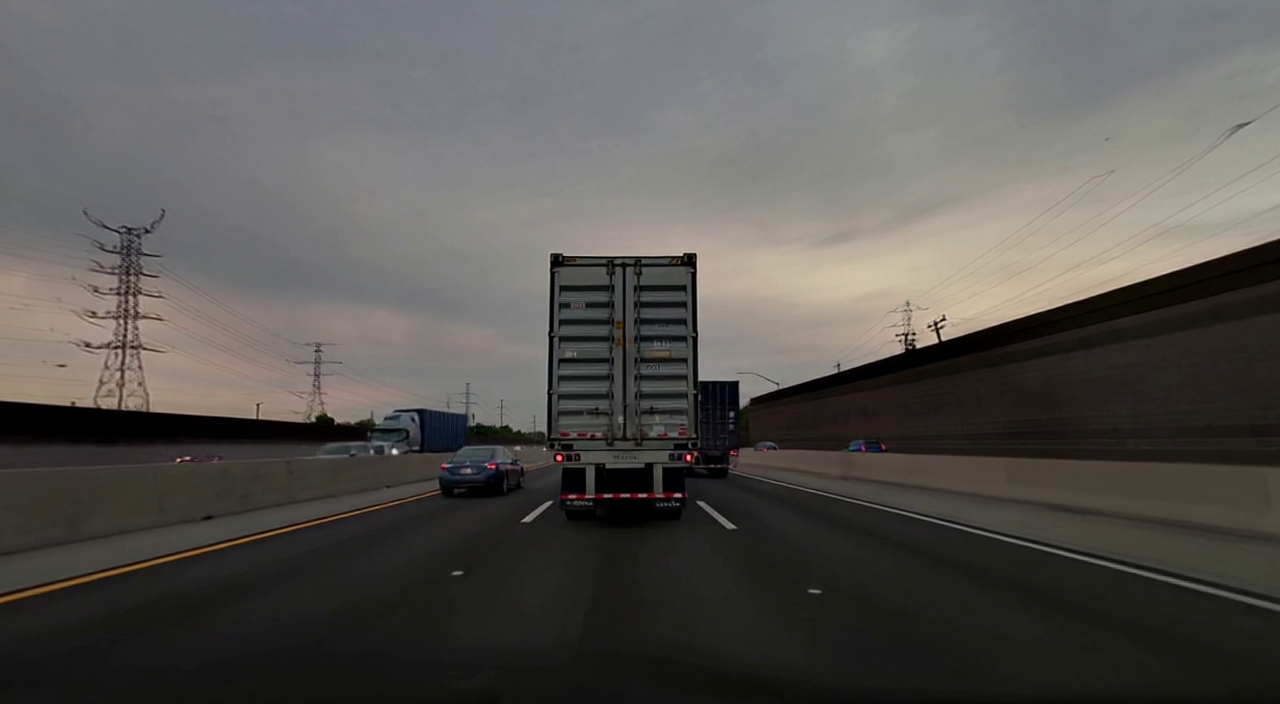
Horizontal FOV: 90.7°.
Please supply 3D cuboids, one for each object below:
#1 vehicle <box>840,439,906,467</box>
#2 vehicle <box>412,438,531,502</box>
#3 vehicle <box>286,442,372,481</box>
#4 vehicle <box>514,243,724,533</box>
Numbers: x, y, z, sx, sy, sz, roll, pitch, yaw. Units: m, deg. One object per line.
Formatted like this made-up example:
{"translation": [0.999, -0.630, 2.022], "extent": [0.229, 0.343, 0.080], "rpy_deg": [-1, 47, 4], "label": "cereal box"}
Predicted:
{"translation": [13.436, 5.854, 36.799], "extent": [2.020, 1.546, 4.336], "rpy_deg": [0, -9, -2], "label": "vehicle"}
{"translation": [-4.370, 3.140, 17.235], "extent": [1.993, 1.475, 4.540], "rpy_deg": [-1, -9, 0], "label": "vehicle"}
{"translation": [-12.708, 4.478, 26.093], "extent": [1.735, 1.440, 3.601], "rpy_deg": [0, -9, 0], "label": "vehicle"}
{"translation": [-0.324, 1.336, 14.849], "extent": [2.841, 4.071, 12.046], "rpy_deg": [0, -9, 0], "label": "vehicle"}
